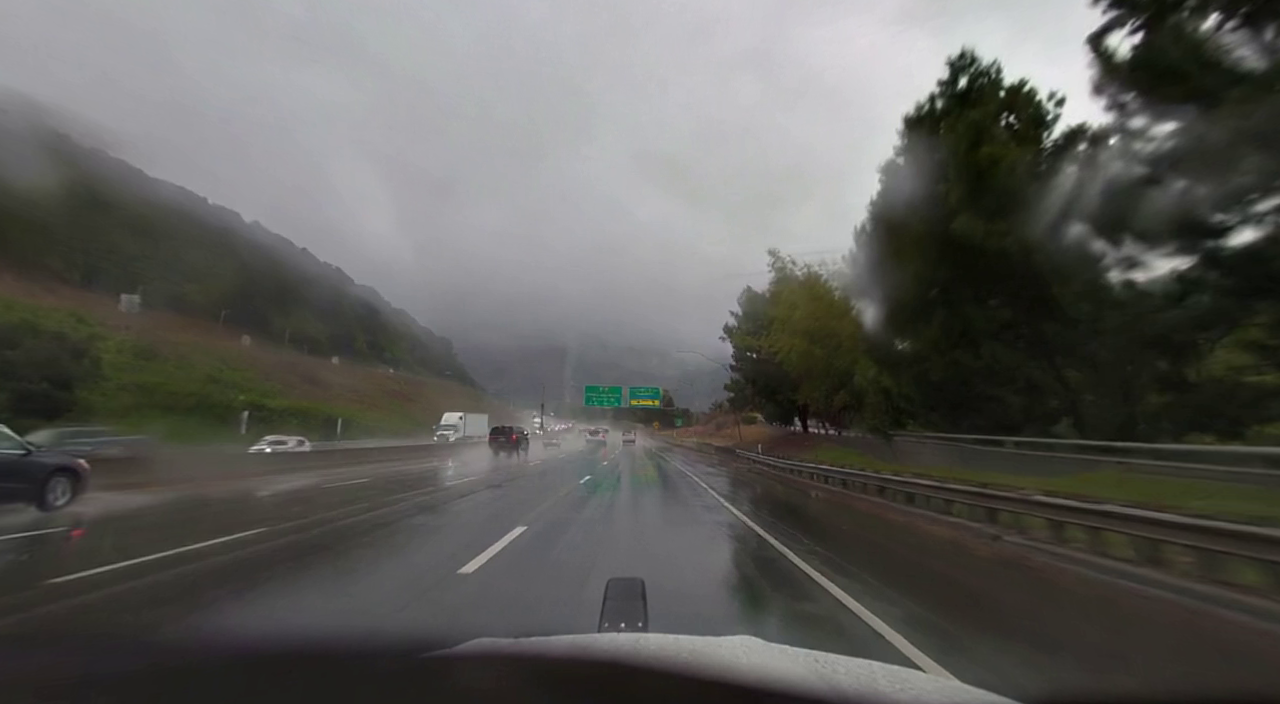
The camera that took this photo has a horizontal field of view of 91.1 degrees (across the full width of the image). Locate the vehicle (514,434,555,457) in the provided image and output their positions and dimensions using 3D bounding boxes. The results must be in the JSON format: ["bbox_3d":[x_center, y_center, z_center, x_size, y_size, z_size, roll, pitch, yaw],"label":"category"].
[{"bbox_3d":[-7.338,6.534,43.966,2.113,1.507,4.450,0,-8,0],"label":"vehicle"}]
